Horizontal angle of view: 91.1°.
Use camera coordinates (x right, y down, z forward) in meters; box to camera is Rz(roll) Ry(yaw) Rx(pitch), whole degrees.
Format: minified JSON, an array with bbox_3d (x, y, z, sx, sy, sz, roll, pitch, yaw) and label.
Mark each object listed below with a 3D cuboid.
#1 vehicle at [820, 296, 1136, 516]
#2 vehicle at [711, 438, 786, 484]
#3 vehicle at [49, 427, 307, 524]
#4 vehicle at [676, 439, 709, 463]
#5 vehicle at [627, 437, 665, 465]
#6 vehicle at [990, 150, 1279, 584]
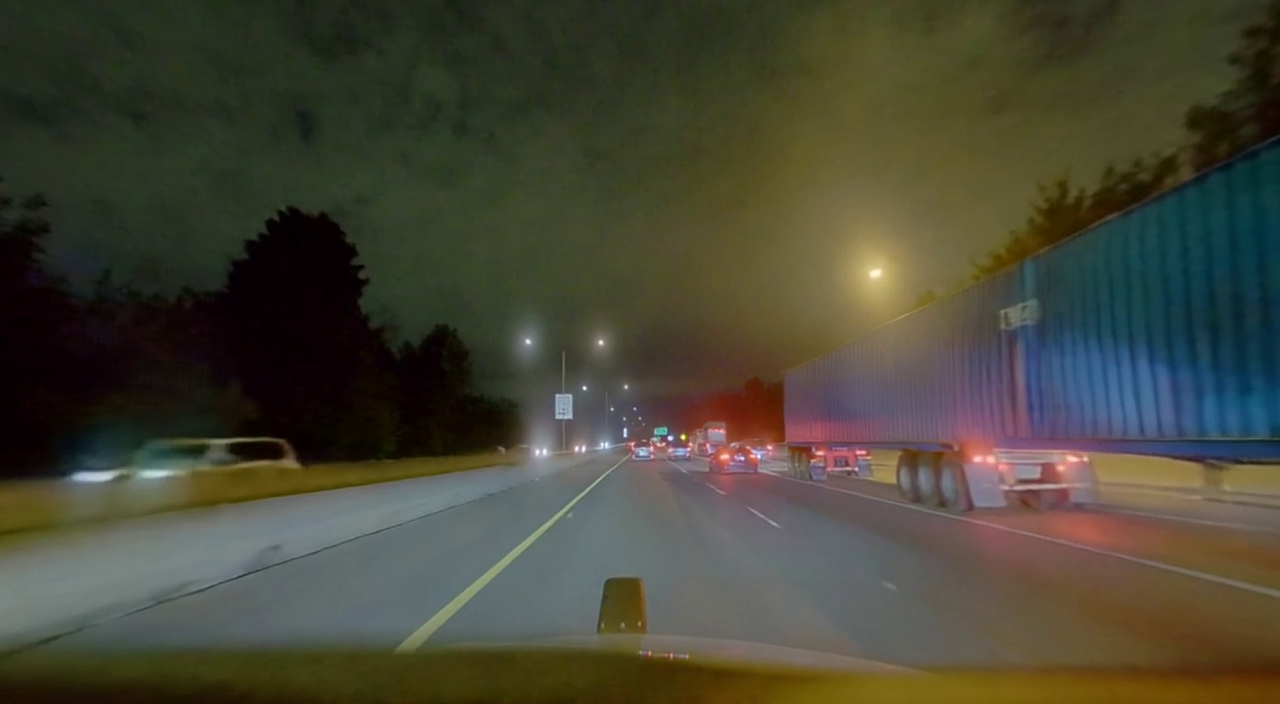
[{"bbox_3d":[7.366,1.599,15.961,2.752,3.975,9.319,0,-8,0],"label":"vehicle"},{"bbox_3d":[3.817,3.913,22.949,1.888,1.501,4.608,0,-8,0],"label":"vehicle"},{"bbox_3d":[-9.811,2.630,14.004,2.121,1.775,4.656,0,-8,1],"label":"vehicle"},{"bbox_3d":[3.919,7.440,47.247,2.084,1.668,4.511,0,-8,0],"label":"vehicle"},{"bbox_3d":[0.412,6.471,41.126,2.313,1.736,4.215,0,-8,1],"label":"vehicle"},{"bbox_3d":[7.351,0.138,5.823,2.784,4.002,9.298,0,-8,0],"label":"vehicle"}]
